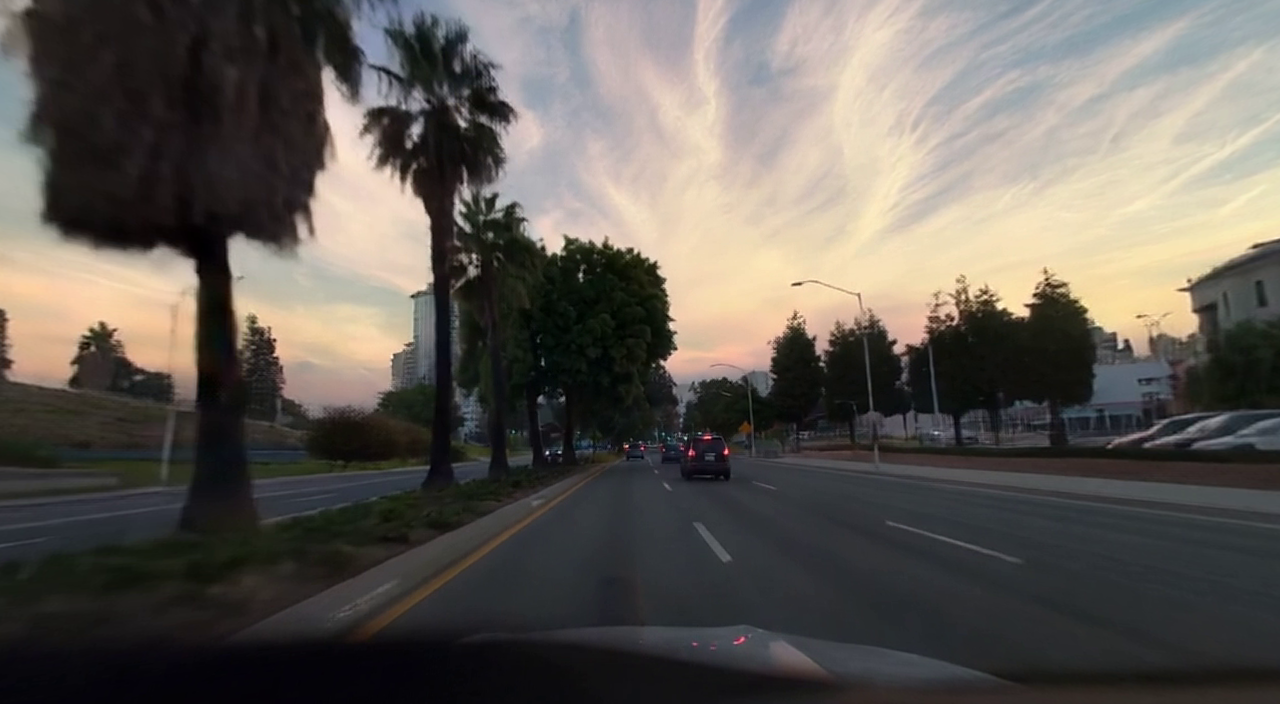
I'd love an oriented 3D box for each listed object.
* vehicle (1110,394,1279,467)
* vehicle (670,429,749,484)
[{"bbox_3d":[19.306,2.590,20.426,2.305,2.084,6.115,1,-10,-21],"label":"vehicle"},{"bbox_3d":[2.708,4.302,26.221,2.559,2.017,5.562,0,-9,0],"label":"vehicle"}]
